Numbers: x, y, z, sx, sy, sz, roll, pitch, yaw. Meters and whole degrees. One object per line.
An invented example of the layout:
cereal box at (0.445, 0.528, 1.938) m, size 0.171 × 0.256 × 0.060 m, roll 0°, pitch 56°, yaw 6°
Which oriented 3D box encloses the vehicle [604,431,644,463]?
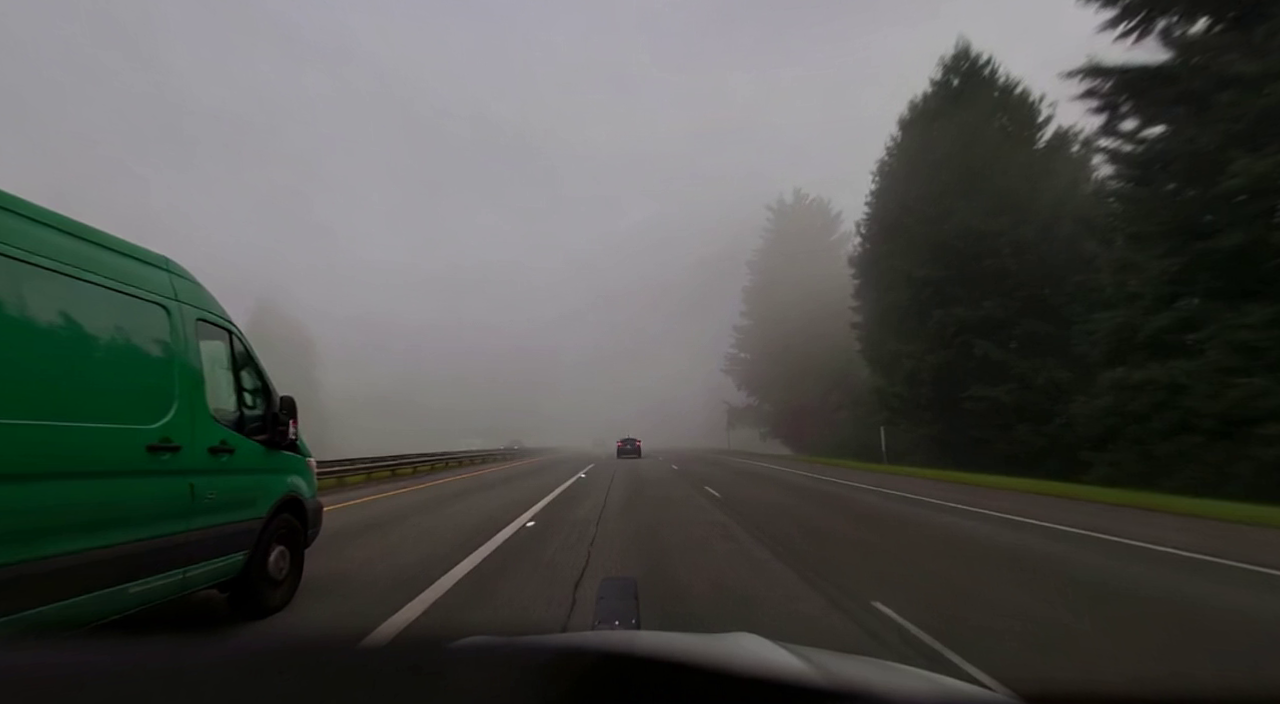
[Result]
vehicle at (-0.870, 5.210, 34.741) m, size 2.104 × 1.646 × 4.176 m, roll 0°, pitch -8°, yaw -1°

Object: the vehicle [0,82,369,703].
vehicle at (-3.514, 0.356, 2.427) m, size 2.424 × 2.577 × 5.828 m, roll 0°, pitch -8°, yaw -1°
